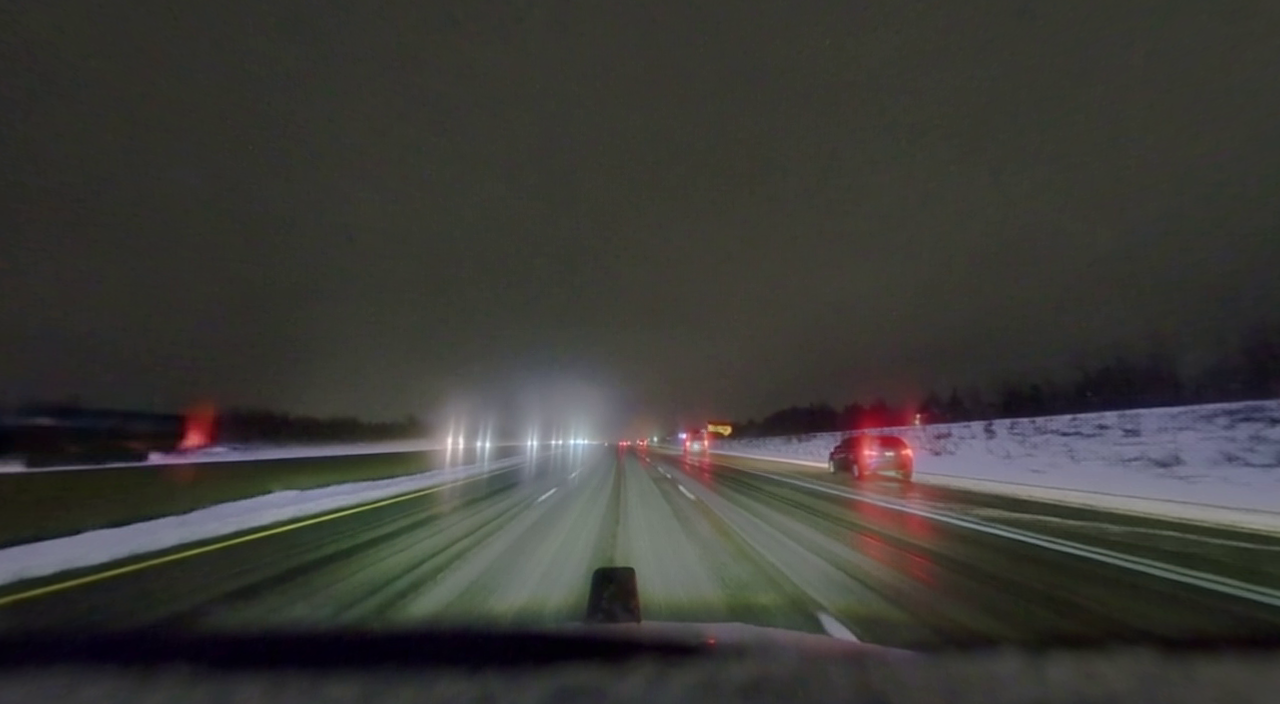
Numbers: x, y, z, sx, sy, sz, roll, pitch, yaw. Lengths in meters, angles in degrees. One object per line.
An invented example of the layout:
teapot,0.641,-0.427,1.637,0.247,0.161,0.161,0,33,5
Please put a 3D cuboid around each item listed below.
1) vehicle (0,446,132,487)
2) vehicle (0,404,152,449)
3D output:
vehicle,-17.219,3.136,17.446,2.308,0.982,4.771,-1,-8,1
vehicle,-17.223,2.294,18.914,1.683,1.216,4.295,0,-8,0
